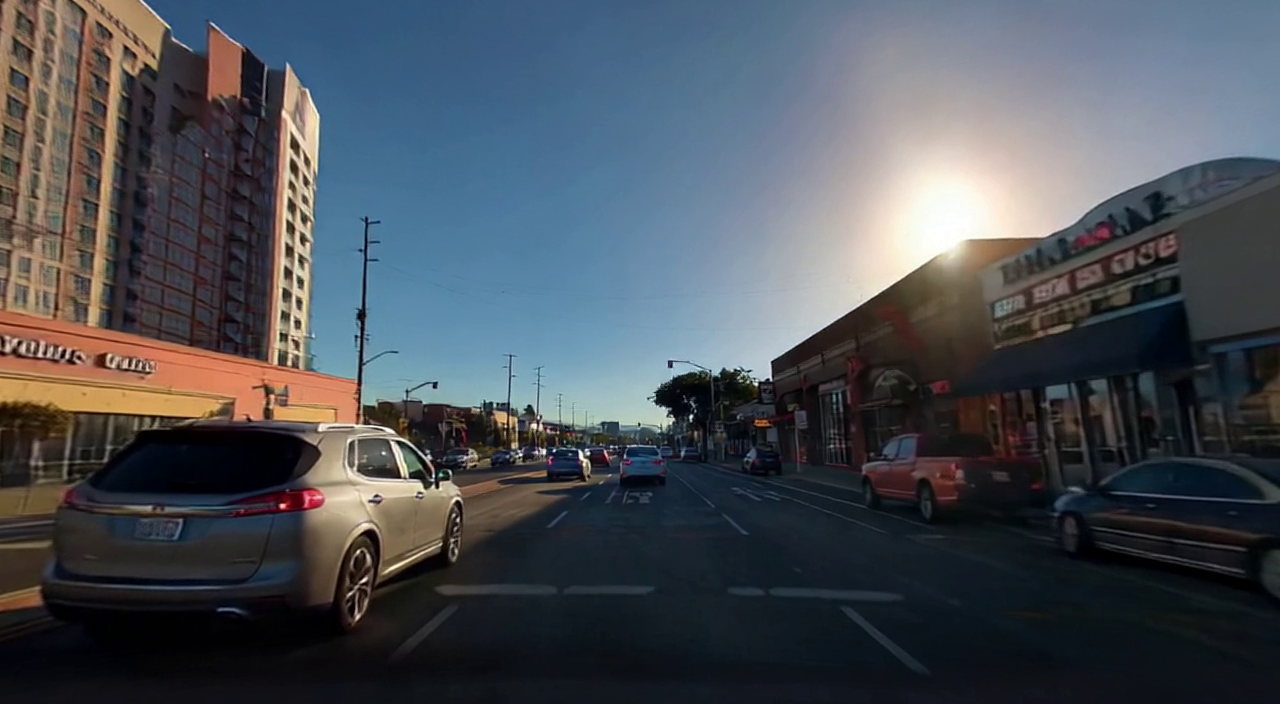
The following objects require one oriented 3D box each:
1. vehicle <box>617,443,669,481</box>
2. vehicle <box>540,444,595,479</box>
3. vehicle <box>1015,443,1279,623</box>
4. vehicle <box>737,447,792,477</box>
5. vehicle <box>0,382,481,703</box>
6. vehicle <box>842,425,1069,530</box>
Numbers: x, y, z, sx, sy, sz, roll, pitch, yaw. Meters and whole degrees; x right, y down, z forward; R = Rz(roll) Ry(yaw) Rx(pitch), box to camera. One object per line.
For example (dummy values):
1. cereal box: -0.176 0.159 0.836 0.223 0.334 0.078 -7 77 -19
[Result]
1. vehicle: 0.118 4.656 26.928 2.037 1.484 4.073 0 -9 0
2. vehicle: -3.219 4.955 28.768 1.950 1.450 4.257 0 -9 1
3. vehicle: 6.235 1.691 6.552 1.944 1.462 4.406 0 -9 0
4. vehicle: 6.689 5.930 34.281 2.014 1.495 4.562 0 -9 -1
5. vehicle: -3.000 1.308 5.413 2.049 1.646 4.445 0 -9 1
6. vehicle: 6.332 2.571 13.587 2.159 1.817 5.056 0 -9 -2
